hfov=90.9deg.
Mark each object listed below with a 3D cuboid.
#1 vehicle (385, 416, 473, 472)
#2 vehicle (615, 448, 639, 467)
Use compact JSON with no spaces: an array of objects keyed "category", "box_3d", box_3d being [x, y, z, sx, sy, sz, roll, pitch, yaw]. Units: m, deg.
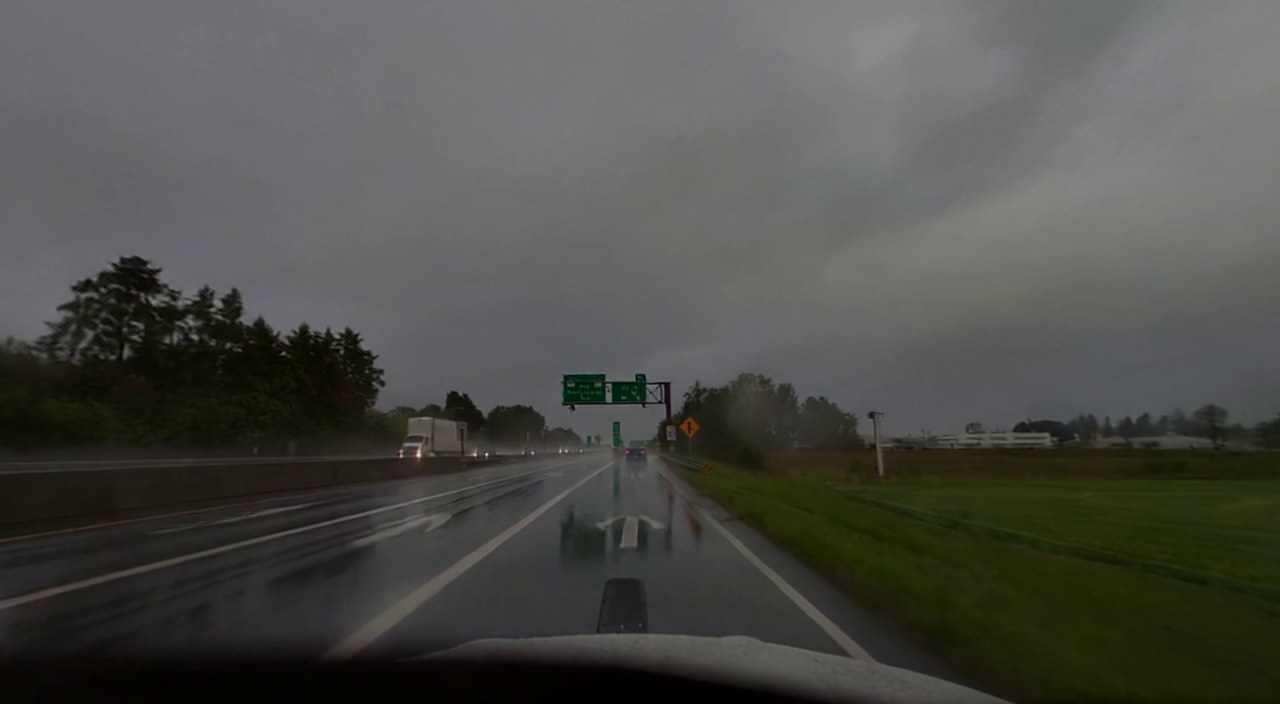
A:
[{"category":"vehicle","box_3d":[-15.013,6.771,45.875,2.988,3.568,10.170,0,-9,-1]},{"category":"vehicle","box_3d":[-1.048,8.201,49.179,1.807,1.427,3.645,0,-9,-2]}]
